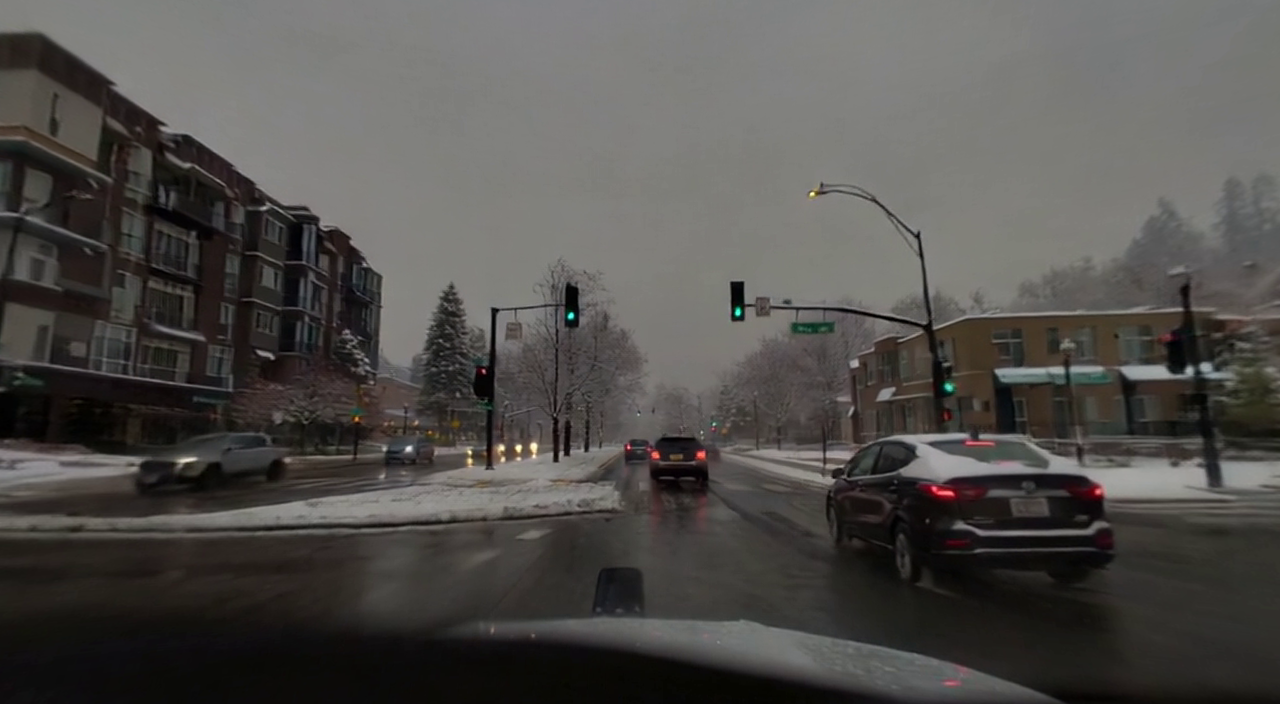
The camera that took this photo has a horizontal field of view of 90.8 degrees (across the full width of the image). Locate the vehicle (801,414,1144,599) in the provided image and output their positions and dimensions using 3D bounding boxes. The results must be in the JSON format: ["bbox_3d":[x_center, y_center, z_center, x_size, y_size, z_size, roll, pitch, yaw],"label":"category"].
[{"bbox_3d":[3.461,1.665,7.695,1.906,1.608,4.137,0,-8,0],"label":"vehicle"}]

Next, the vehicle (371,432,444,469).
[{"bbox_3d":[-12.439,5.306,34.171,2.076,1.836,4.847,0,-8,0],"label":"vehicle"}]

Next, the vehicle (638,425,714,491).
[{"bbox_3d":[1.272,3.481,21.177,2.206,1.858,5.332,0,-8,5],"label":"vehicle"}]

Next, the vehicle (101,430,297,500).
[{"bbox_3d":[-12.523,3.217,18.538,1.964,1.712,5.236,0,-8,0],"label":"vehicle"}]
